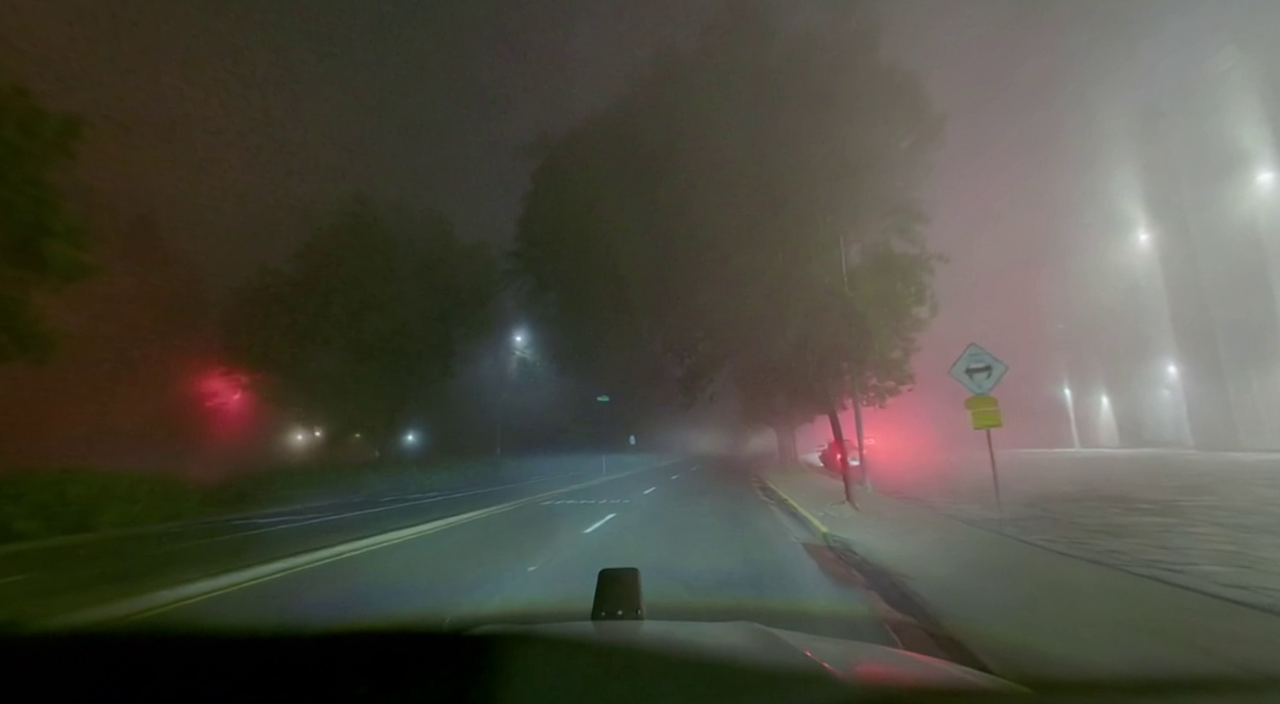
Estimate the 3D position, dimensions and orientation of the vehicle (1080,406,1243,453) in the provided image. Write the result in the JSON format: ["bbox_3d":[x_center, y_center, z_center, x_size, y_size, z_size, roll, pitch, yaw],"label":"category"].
[{"bbox_3d":[21.225,3.251,26.002,4.871,1.757,2.014,-7,-11,37],"label":"vehicle"}]

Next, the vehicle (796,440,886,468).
[{"bbox_3d":[10.435,5.266,32.776,4.218,1.385,1.830,4,-9,-24],"label":"vehicle"}]
